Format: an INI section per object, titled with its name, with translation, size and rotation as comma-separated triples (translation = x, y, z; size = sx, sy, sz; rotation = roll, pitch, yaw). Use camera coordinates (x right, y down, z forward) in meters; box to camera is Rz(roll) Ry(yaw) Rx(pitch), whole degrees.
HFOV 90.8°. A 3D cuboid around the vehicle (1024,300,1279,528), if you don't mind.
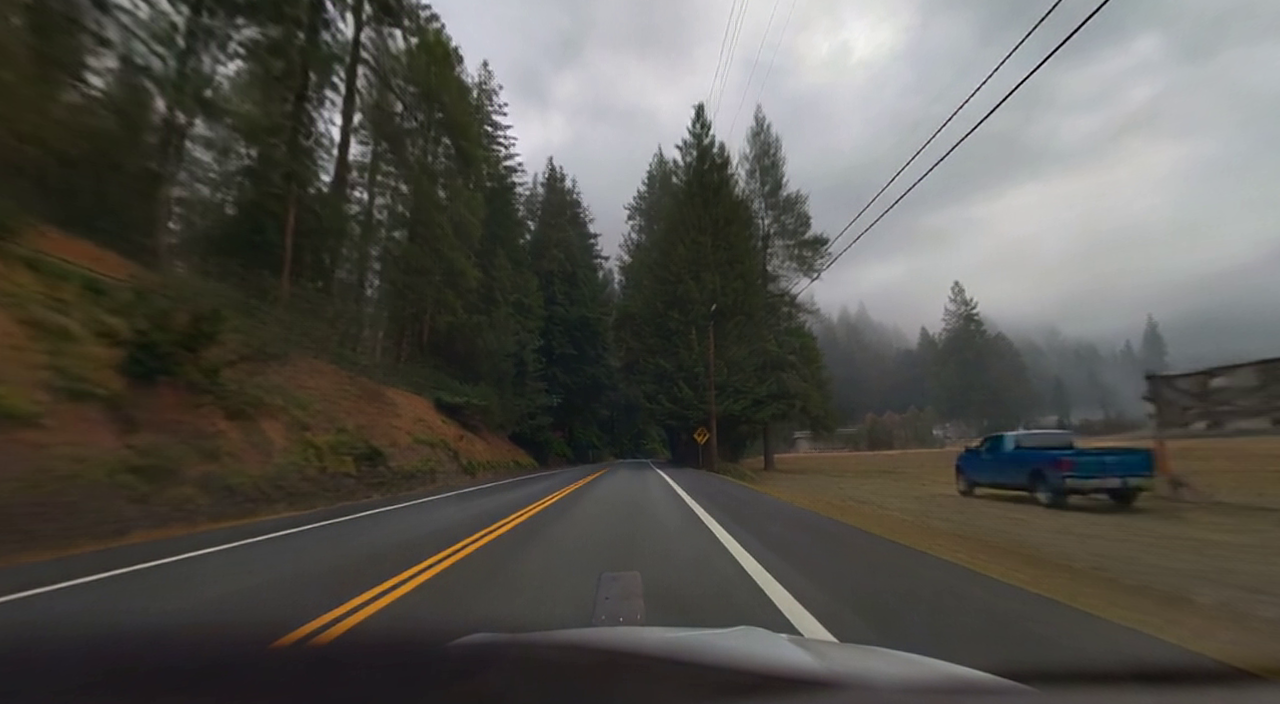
[vehicle]
translation = 14.699, 1.533, 14.497
size = 3.172, 4.493, 18.371
rotation = -2, -9, 9
